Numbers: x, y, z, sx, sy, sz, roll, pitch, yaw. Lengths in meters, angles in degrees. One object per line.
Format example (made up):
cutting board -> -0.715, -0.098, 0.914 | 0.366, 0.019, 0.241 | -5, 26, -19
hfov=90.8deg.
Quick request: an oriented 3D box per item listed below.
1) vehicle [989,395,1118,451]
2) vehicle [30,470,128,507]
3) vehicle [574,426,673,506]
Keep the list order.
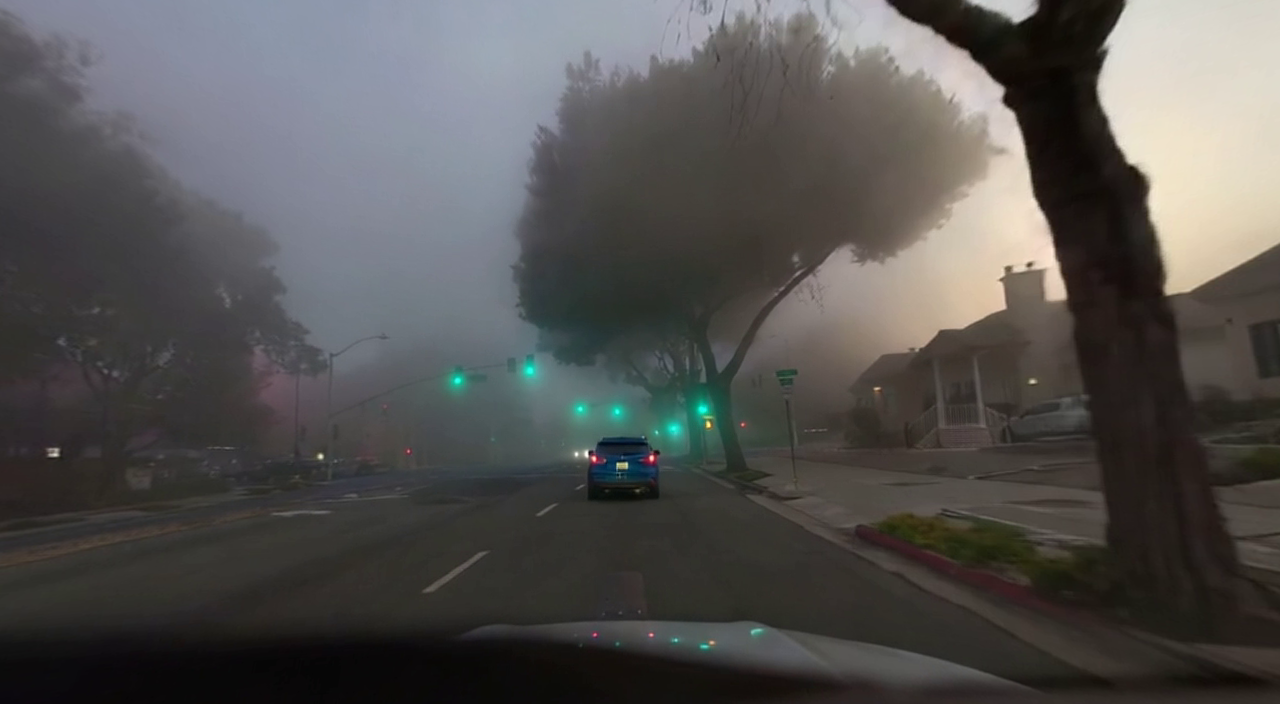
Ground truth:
vehicle -> 16.378, 2.921, 25.439 | 2.039, 1.990, 5.111 | -1, -8, 5
vehicle -> -28.553, 6.922, 32.319 | 1.771, 1.435, 4.144 | -7, -9, -9
vehicle -> -0.389, 2.757, 15.747 | 2.136, 1.703, 3.910 | 0, -8, -1
